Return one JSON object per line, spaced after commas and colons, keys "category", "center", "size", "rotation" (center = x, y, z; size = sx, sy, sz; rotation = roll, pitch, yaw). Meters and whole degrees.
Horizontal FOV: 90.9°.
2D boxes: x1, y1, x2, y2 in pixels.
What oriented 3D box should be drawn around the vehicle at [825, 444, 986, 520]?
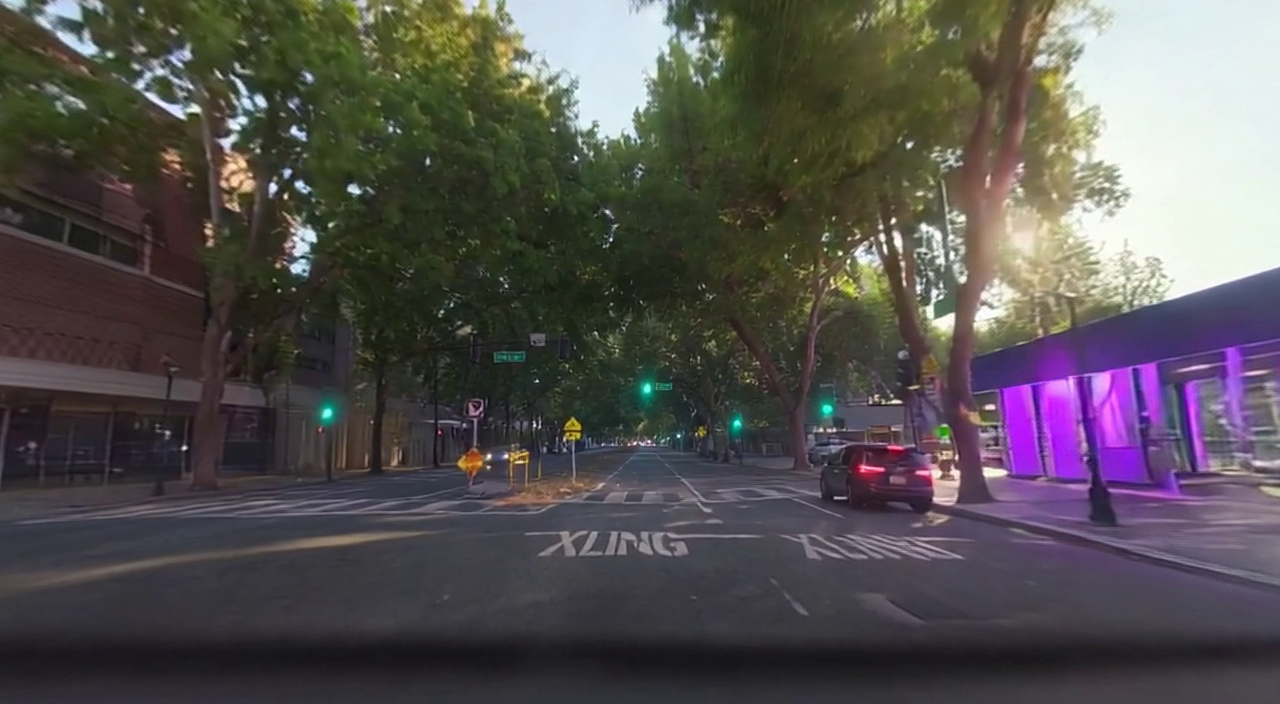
{"category": "vehicle", "center": [6.056, 2.983, 15.054], "size": [1.906, 1.523, 4.336], "rotation": [0, -9, -1]}
